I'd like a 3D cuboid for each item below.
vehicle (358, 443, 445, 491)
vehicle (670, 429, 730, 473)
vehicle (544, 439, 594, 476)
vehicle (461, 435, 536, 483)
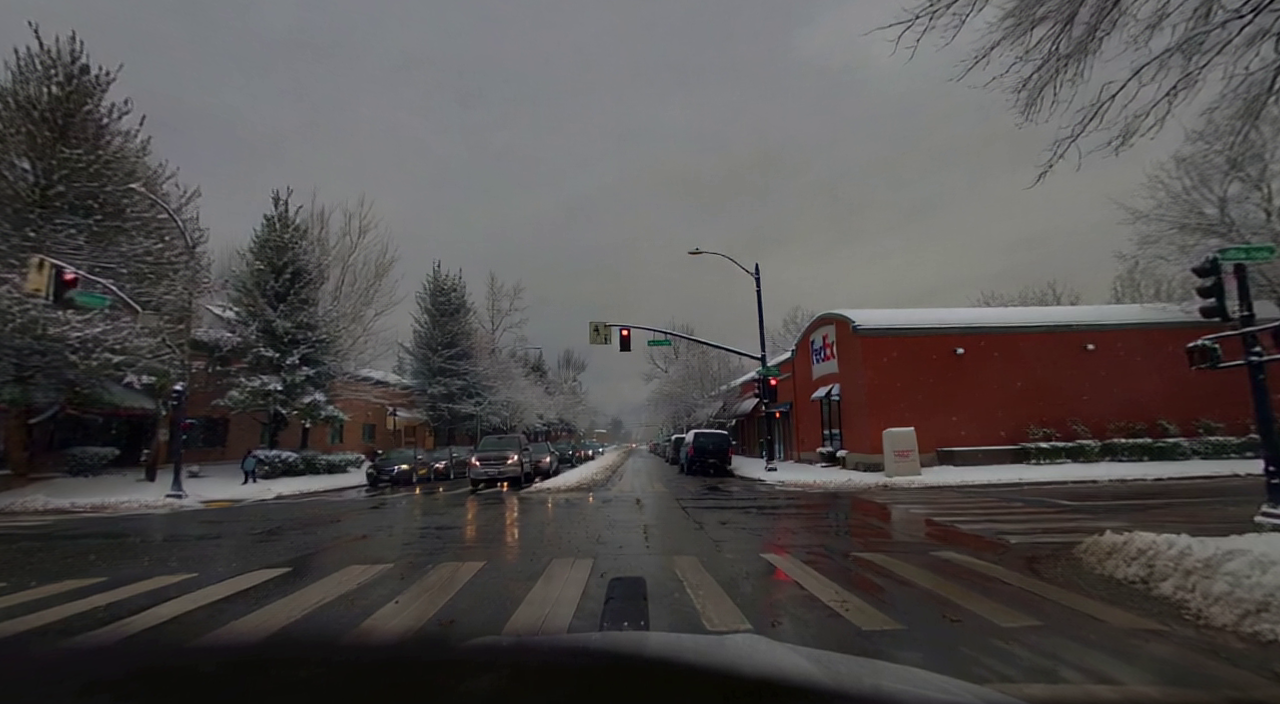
[{"bbox_3d":[-9.909,4.755,26.604,2.216,1.804,4.526,1,-8,-5],"label":"vehicle"},{"bbox_3d":[3.096,5.313,34.088,2.557,2.188,5.164,0,-8,-2],"label":"vehicle"},{"bbox_3d":[-3.285,4.962,29.816,2.033,1.596,4.142,0,-8,-2],"label":"vehicle"},{"bbox_3d":[-5.972,4.570,27.274,2.242,1.887,4.924,0,-8,-2],"label":"vehicle"}]
